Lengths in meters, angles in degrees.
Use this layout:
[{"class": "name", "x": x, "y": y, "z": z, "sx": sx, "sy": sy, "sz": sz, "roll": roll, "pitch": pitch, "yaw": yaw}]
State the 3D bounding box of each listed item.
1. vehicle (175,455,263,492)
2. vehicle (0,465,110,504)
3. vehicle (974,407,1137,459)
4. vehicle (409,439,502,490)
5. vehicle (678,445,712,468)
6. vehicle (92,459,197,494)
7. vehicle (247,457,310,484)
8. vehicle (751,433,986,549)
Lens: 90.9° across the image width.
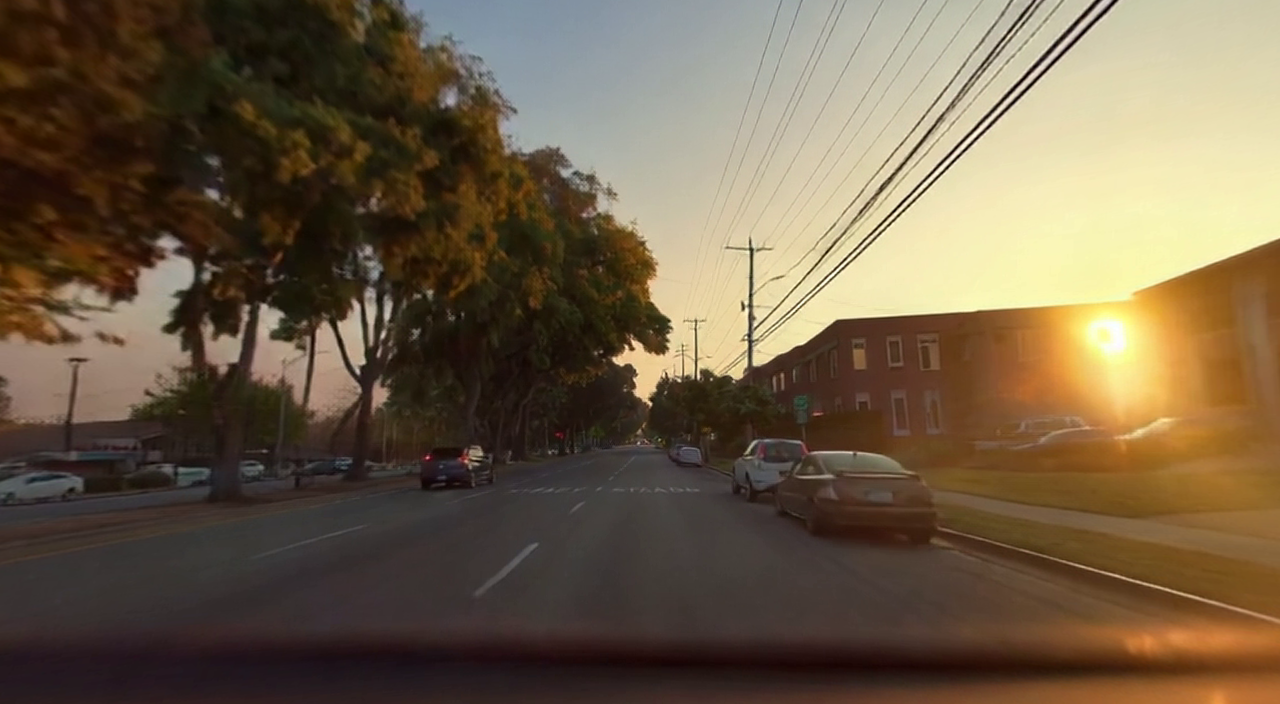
[{"class": "vehicle", "x": -25.599, "y": 7.368, "z": 38.544, "sx": 2.132, "sy": 1.492, "sz": 4.734, "roll": -4, "pitch": -4, "yaw": 1}, {"class": "vehicle", "x": -25.815, "y": 5.741, "z": 27.696, "sx": 1.706, "sy": 1.435, "sz": 3.899, "roll": 0, "pitch": -8, "yaw": -2}, {"class": "vehicle", "x": 22.921, "y": 4.519, "z": 35.106, "sx": 6.917, "sy": 2.731, "sz": 2.901, "roll": 0, "pitch": -8, "yaw": 1}, {"class": "vehicle", "x": -6.643, "y": 4.072, "z": 23.311, "sx": 2.000, "sy": 1.671, "sz": 4.497, "roll": 0, "pitch": -8, "yaw": 1}, {"class": "vehicle", "x": 3.948, "y": 7.574, "z": 45.983, "sx": 2.048, "sy": 1.556, "sz": 4.753, "roll": 0, "pitch": -8, "yaw": 0}, {"class": "vehicle", "x": -25.753, "y": 6.474, "z": 33.022, "sx": 1.926, "sy": 1.557, "sz": 4.385, "roll": 0, "pitch": -8, "yaw": 0}, {"class": "vehicle", "x": -25.557, "y": 8.355, "z": 44.781, "sx": 1.857, "sy": 1.472, "sz": 4.422, "roll": -5, "pitch": -7, "yaw": 1}, {"class": "vehicle", "x": 3.389, "y": 2.153, "z": 10.541, "sx": 2.259, "sy": 1.500, "sz": 4.474, "roll": 0, "pitch": -8, "yaw": 0}]
